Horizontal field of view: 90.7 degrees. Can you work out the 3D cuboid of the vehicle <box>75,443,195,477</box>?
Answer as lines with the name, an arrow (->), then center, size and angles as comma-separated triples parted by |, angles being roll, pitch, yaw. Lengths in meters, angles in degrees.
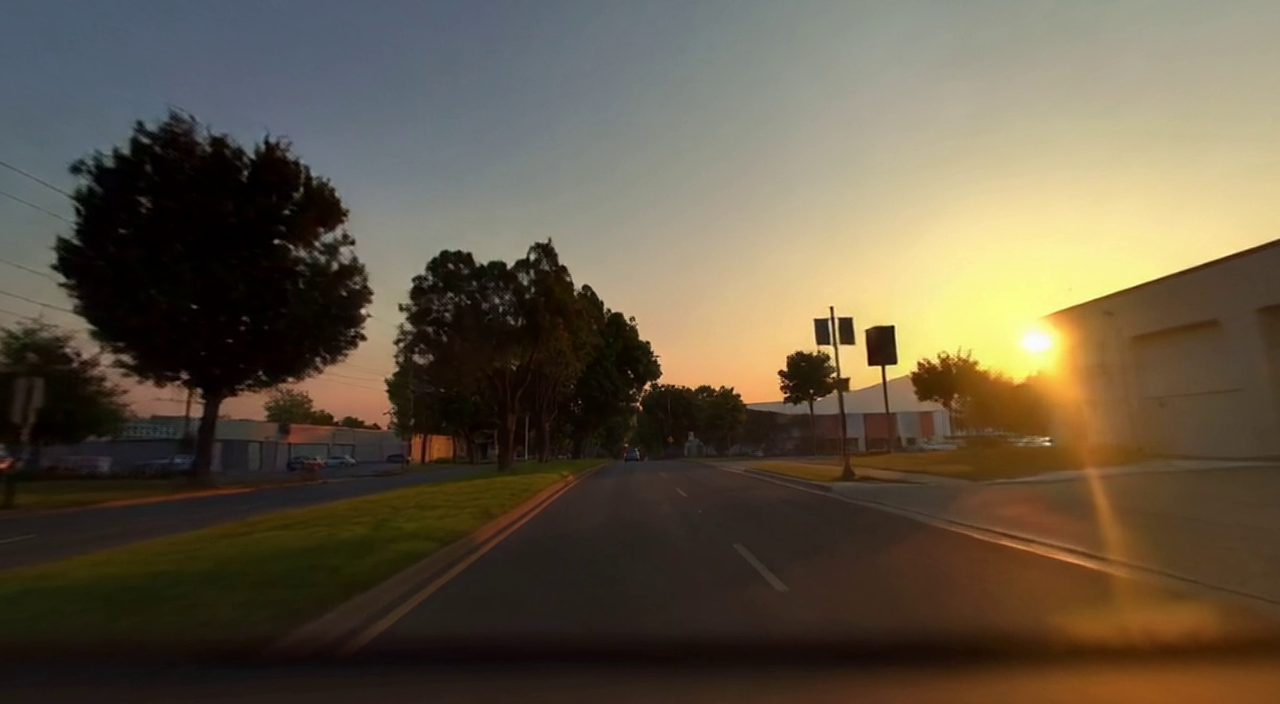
vehicle -> -23.618, 5.023, 29.845 | 1.815, 1.460, 4.642 | 0, -8, 0
